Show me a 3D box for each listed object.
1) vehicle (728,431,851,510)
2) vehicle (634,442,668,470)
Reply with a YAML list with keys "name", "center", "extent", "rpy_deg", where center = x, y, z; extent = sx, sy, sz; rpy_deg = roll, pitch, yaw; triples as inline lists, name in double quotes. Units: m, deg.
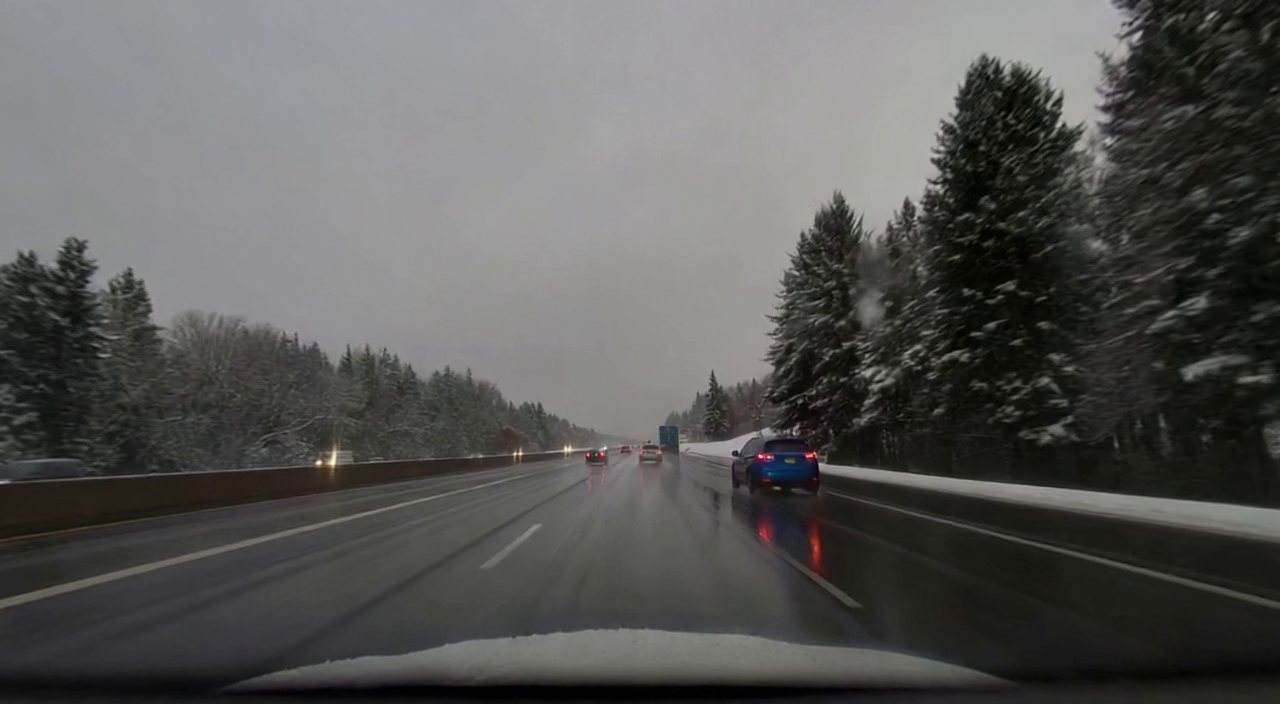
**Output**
- name: "vehicle"
  center: [3.639, 2.981, 16.245]
  extent: [2.082, 1.720, 4.393]
  rpy_deg: [0, -9, 0]
- name: "vehicle"
  center: [0.719, 7.055, 42.920]
  extent: [2.205, 1.785, 4.423]
  rpy_deg: [0, -9, 0]
